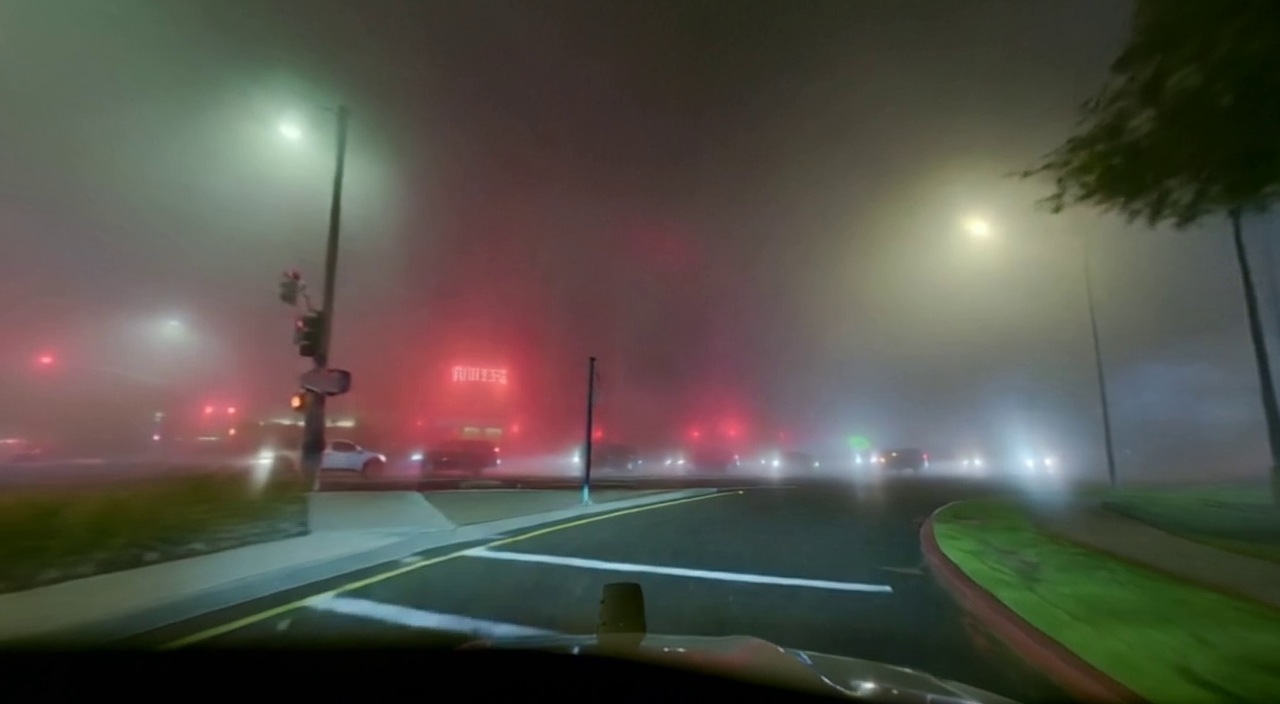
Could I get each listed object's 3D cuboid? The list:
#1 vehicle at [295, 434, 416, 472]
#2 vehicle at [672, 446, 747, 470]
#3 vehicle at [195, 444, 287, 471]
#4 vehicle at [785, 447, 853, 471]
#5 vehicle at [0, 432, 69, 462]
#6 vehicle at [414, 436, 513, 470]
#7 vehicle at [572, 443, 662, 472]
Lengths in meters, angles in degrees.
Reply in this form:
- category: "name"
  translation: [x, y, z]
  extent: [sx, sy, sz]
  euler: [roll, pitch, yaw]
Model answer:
- category: "vehicle"
  translation: [-12.622, 4.530, 27.931]
  extent: [4.648, 1.501, 1.862]
  euler: [7, -11, -29]
- category: "vehicle"
  translation: [4.612, 6.988, 41.347]
  extent: [4.774, 1.493, 1.854]
  euler: [6, -10, -30]
- category: "vehicle"
  translation: [-23.388, 6.226, 37.000]
  extent: [4.389, 1.502, 1.794]
  euler: [5, -10, -30]
- category: "vehicle"
  translation: [12.088, 7.191, 42.359]
  extent: [4.356, 1.543, 1.844]
  euler: [6, -10, -30]
- category: "vehicle"
  translation: [-38.867, 6.122, 40.336]
  extent: [2.114, 1.784, 4.450]
  euler: [5, -10, -30]
- category: "vehicle"
  translation: [-9.296, 5.323, 33.202]
  extent: [4.713, 1.664, 1.909]
  euler: [4, -11, -30]
- category: "vehicle"
  translation: [-1.350, 6.351, 37.690]
  extent: [5.112, 1.593, 1.865]
  euler: [5, -12, -29]
